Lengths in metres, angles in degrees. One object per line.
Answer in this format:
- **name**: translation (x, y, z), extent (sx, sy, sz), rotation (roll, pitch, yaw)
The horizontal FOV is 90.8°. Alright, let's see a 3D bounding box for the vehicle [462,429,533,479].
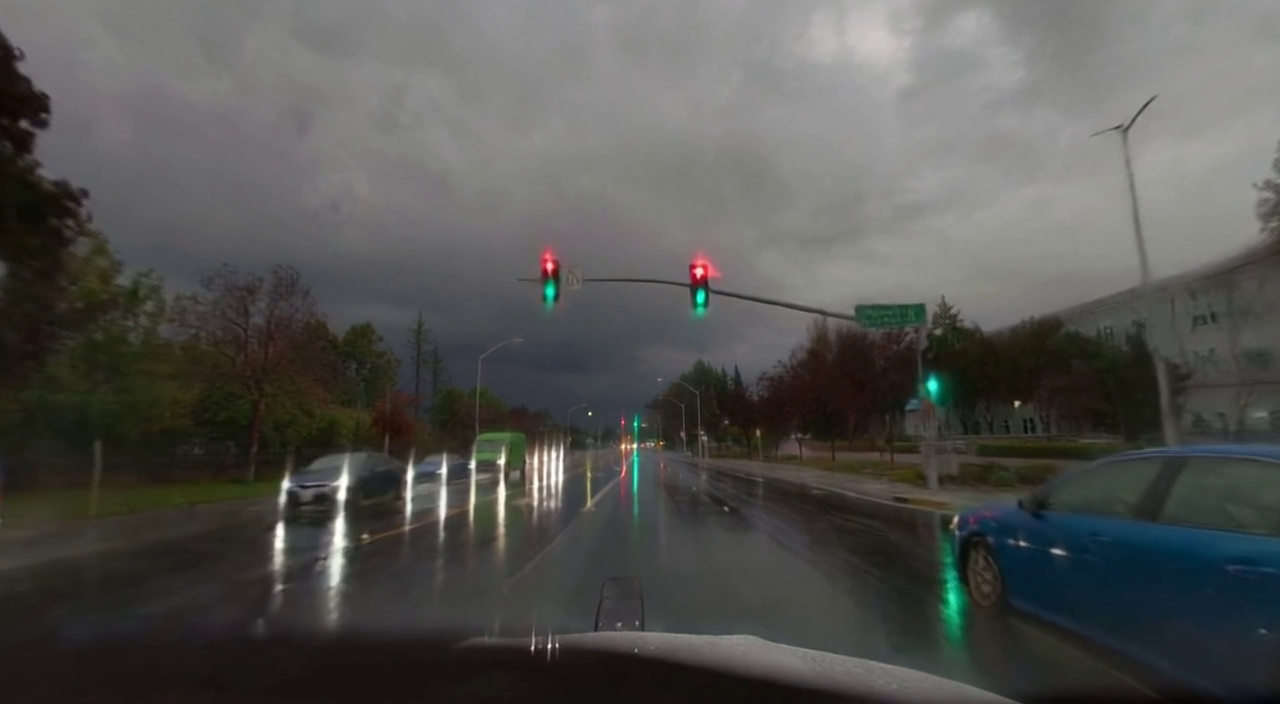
- **vehicle**: translation (-8.479, 6.154, 38.442), extent (2.617, 2.736, 6.621), rotation (0, -8, 1)

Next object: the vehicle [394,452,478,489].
- **vehicle**: translation (-8.933, 5.223, 28.167), extent (2.190, 1.455, 4.516), rotation (0, -8, 1)

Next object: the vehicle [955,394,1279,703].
- **vehicle**: translation (3.967, 1.058, 3.365), extent (2.129, 1.581, 4.780), rotation (0, -8, 0)

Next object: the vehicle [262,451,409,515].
- **vehicle**: translation (-8.211, 3.538, 17.629), extent (1.906, 1.468, 4.686), rotation (0, -8, -2)
